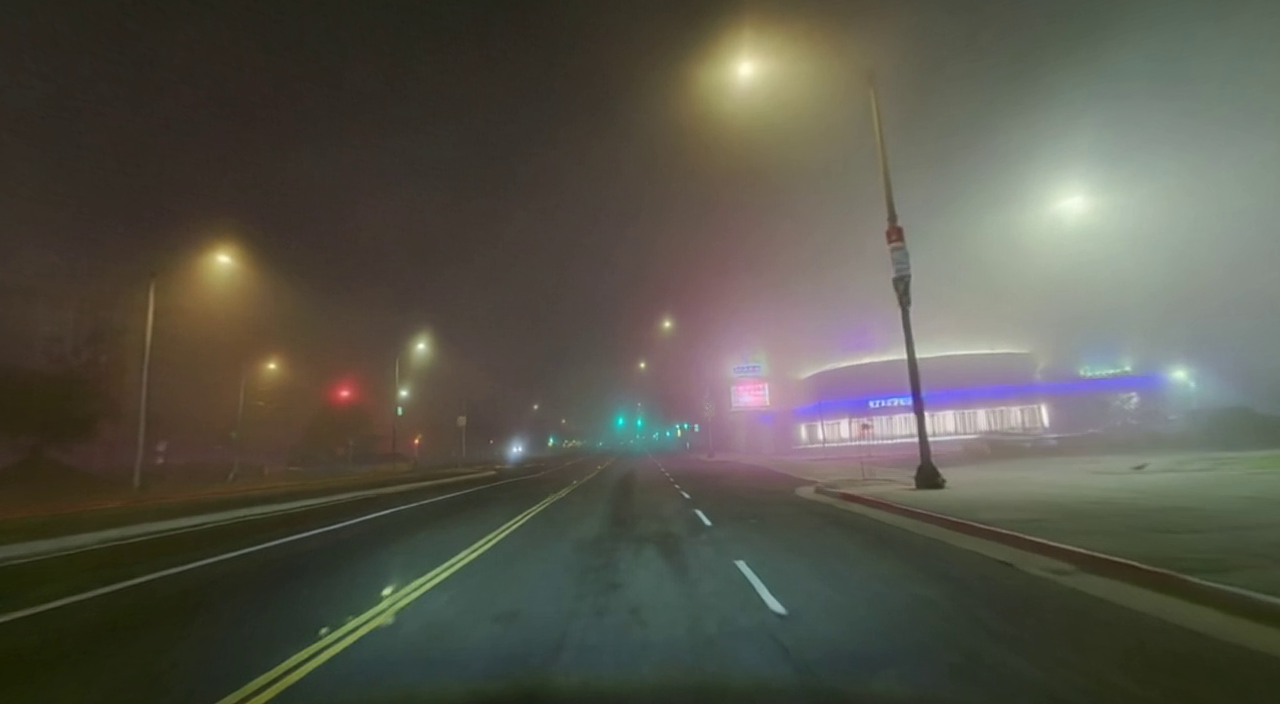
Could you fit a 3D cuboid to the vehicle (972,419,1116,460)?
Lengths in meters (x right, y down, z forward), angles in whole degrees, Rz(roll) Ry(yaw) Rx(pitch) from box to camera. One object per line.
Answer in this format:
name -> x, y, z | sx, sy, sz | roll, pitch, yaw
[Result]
vehicle -> 16.386, 3.553, 25.664 | 5.091, 1.528, 1.972 | 2, -9, -16
